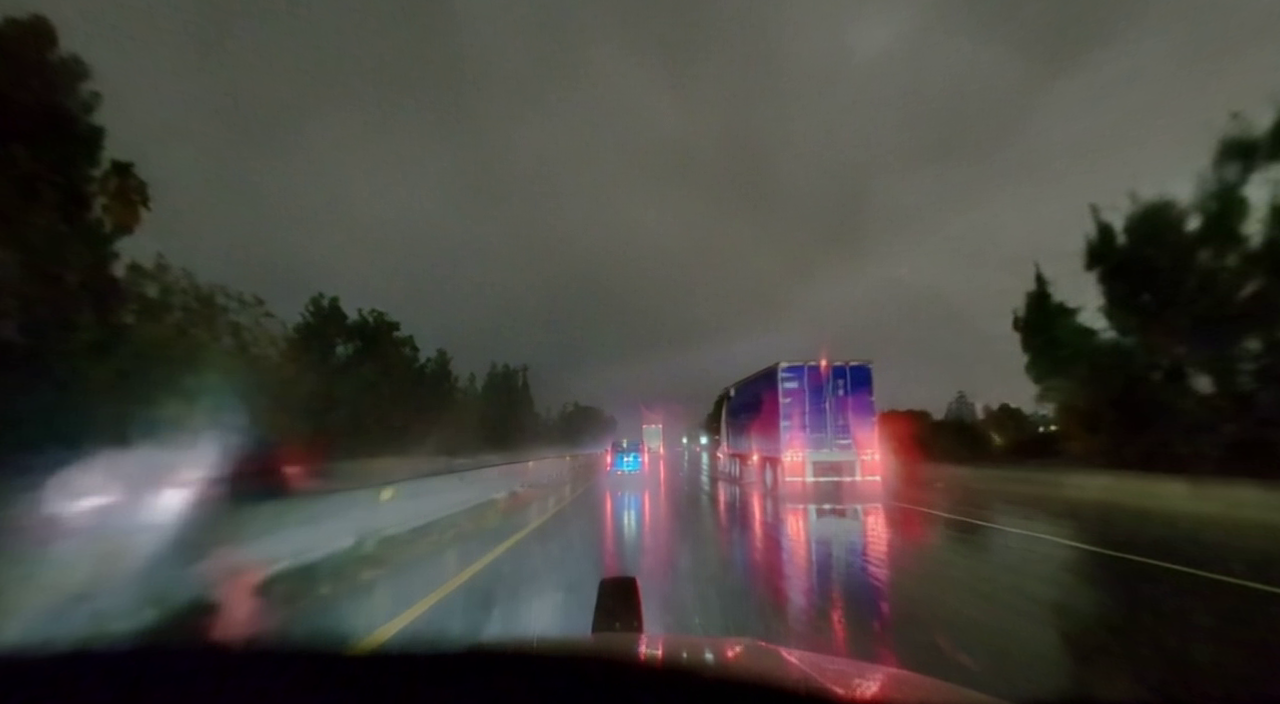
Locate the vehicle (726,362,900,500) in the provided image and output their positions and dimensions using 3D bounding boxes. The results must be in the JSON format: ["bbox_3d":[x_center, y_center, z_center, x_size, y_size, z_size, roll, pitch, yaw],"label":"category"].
[{"bbox_3d":[4.539,2.371,18.307,2.791,3.201,7.145,0,-9,-2],"label":"vehicle"}]

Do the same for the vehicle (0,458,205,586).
[{"bbox_3d":[-8.876,2.410,9.473,1.844,1.501,3.817,-1,-9,-1],"label":"vehicle"}]

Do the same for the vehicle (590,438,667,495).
[{"bbox_3d":[-0.319,3.391,18.857,2.066,1.490,3.759,-1,-9,0],"label":"vehicle"}]
